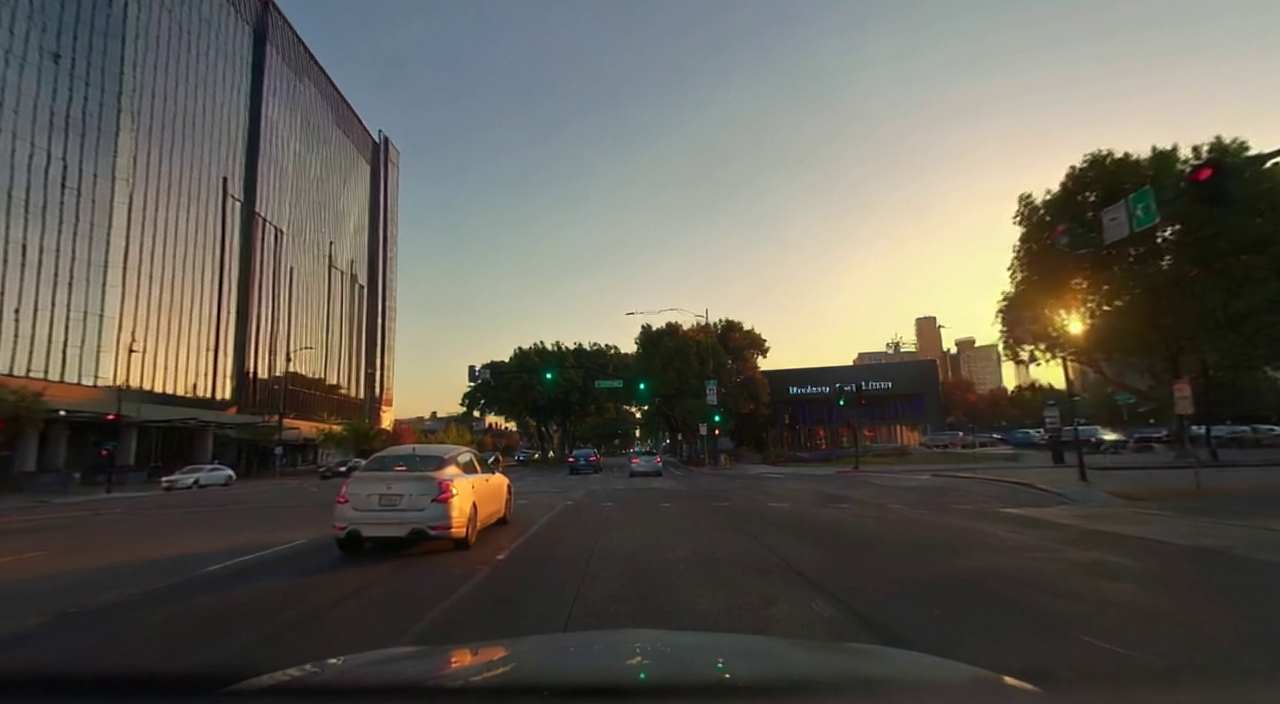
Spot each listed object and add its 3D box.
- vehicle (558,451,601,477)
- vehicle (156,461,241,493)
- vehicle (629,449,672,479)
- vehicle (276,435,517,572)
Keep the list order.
[{"bbox_3d":[-3.515,6.569,37.390,2.088,1.430,4.482,0,-9,0],"label":"vehicle"},{"bbox_3d":[-26.773,7.558,38.525,1.902,1.670,4.607,0,-9,0],"label":"vehicle"},{"bbox_3d":[0.483,5.794,32.966,2.102,1.482,4.125,0,-9,0],"label":"vehicle"},{"bbox_3d":[-3.169,2.033,9.206,1.983,1.545,3.773,0,-9,0],"label":"vehicle"}]
